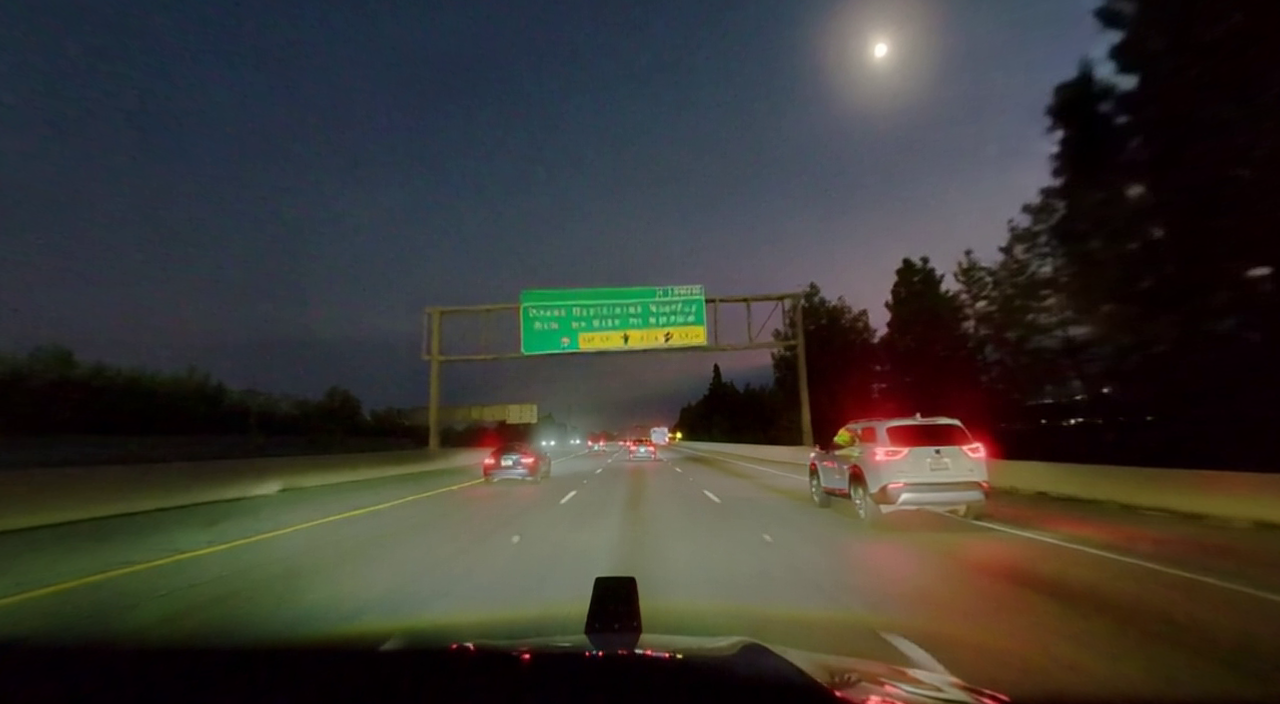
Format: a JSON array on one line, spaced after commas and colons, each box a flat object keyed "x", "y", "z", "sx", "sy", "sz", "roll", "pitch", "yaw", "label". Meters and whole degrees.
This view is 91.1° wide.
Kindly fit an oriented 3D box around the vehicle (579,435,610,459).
[{"x": -3.413, "y": 7.265, "z": 48.172, "sx": 2.044, "sy": 1.682, "sz": 4.201, "roll": -1, "pitch": -8, "yaw": 1, "label": "vehicle"}]

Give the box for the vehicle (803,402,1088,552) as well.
[{"x": 4.105, "y": 1.753, "z": 9.473, "sx": 2.025, "sy": 1.707, "sz": 4.279, "roll": 0, "pitch": -8, "yaw": -2, "label": "vehicle"}]

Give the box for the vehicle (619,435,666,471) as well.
[{"x": 0.095, "y": 4.735, "z": 29.692, "sx": 2.049, "sy": 1.542, "sz": 3.816, "roll": 0, "pitch": -8, "yaw": 0, "label": "vehicle"}]

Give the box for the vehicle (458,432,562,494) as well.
[{"x": -3.611, "y": 3.168, "z": 18.399, "sx": 2.066, "sy": 1.561, "sz": 4.495, "roll": -1, "pitch": -8, "yaw": 0, "label": "vehicle"}]
